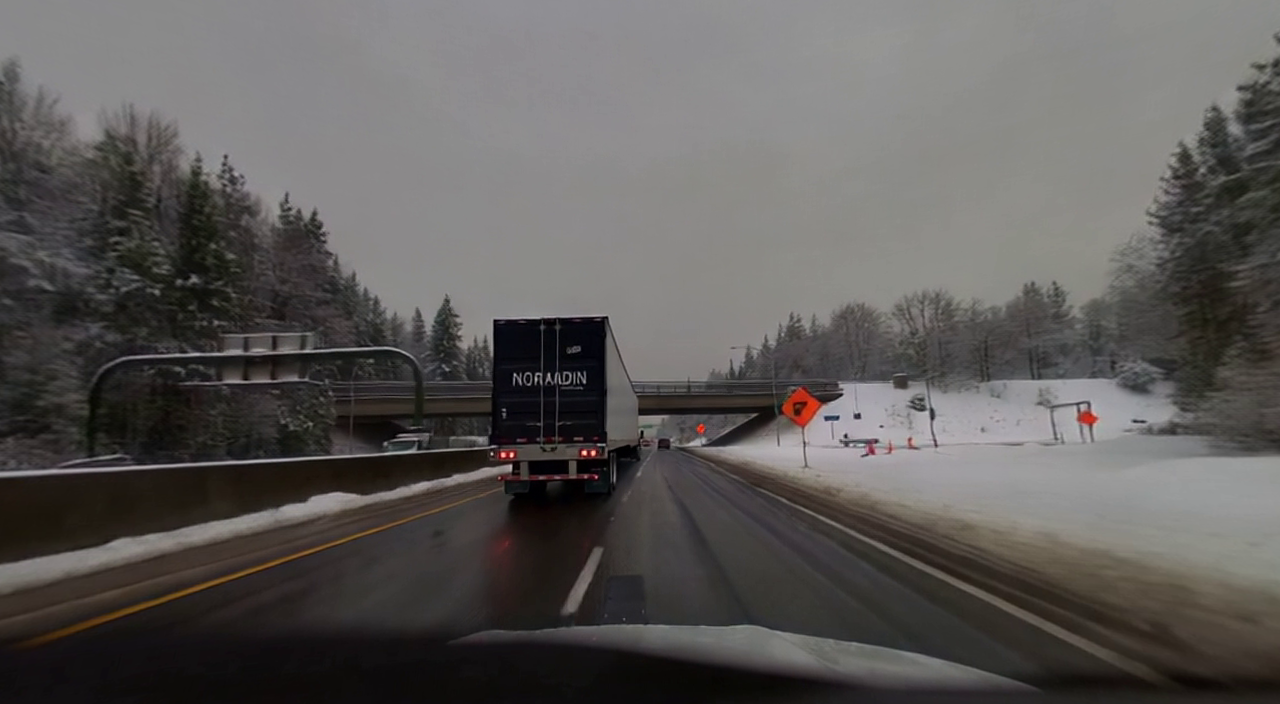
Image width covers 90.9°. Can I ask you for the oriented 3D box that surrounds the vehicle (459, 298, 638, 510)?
[{"bbox_3d":[-1.733,2.158,20.154,2.873,4.060,16.327,0,-9,2],"label":"vehicle"}]
